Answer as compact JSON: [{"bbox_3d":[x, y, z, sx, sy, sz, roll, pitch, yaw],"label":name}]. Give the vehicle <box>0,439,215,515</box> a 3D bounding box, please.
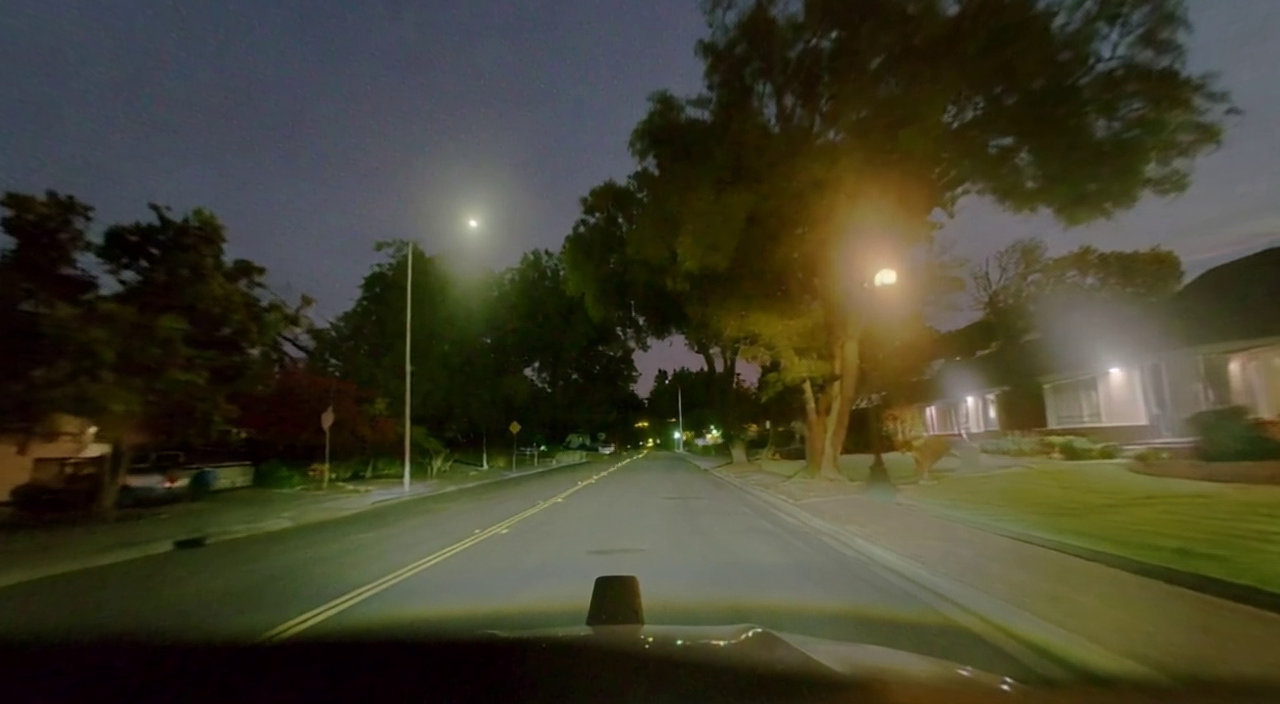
[{"bbox_3d":[-13.835,3.145,16.187,4.370,1.761,1.901,1,-9,-6],"label":"vehicle"}]
